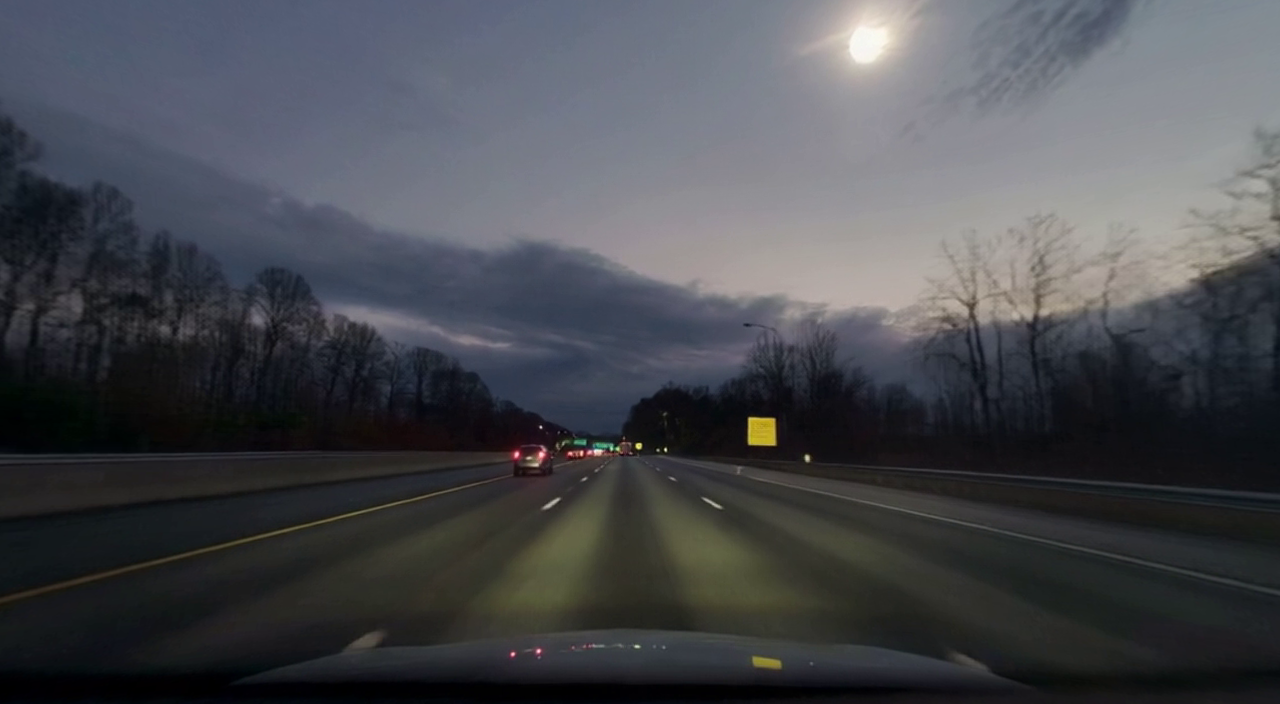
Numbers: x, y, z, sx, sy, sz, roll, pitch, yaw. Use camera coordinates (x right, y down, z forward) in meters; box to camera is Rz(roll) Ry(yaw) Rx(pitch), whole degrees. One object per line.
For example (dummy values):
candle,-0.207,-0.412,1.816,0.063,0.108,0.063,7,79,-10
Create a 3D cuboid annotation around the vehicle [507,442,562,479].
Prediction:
vehicle,-5.300,5.500,32.021,2.151,1.693,4.201,0,-9,-1
